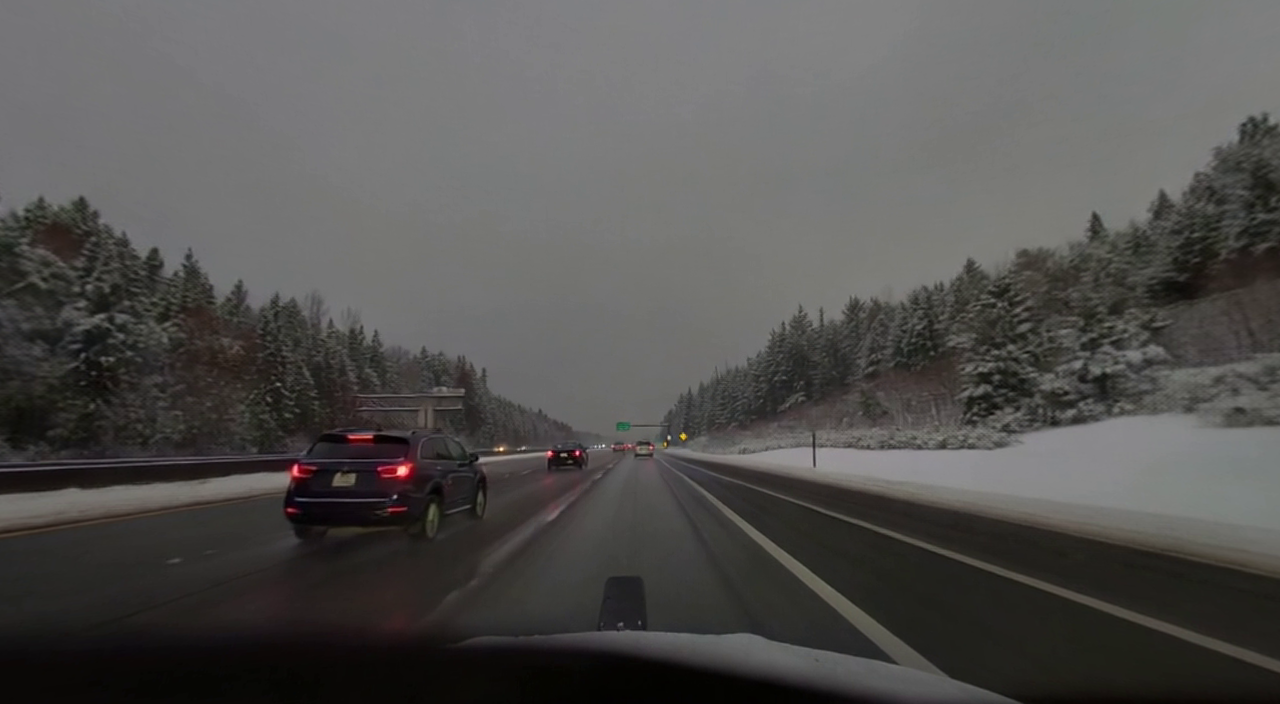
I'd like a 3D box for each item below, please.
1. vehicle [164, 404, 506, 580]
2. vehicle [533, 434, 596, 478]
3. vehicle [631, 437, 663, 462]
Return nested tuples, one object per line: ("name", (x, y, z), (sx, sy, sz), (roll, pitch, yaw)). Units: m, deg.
("vehicle", (-3.474, 1.710, 8.627), (2.040, 1.672, 5.122), (0, -8, 1))
("vehicle", (-3.091, 4.351, 26.517), (2.056, 1.679, 4.204), (0, -8, 1))
("vehicle", (0.529, 7.373, 47.471), (2.285, 1.797, 4.478), (0, -8, 0))
